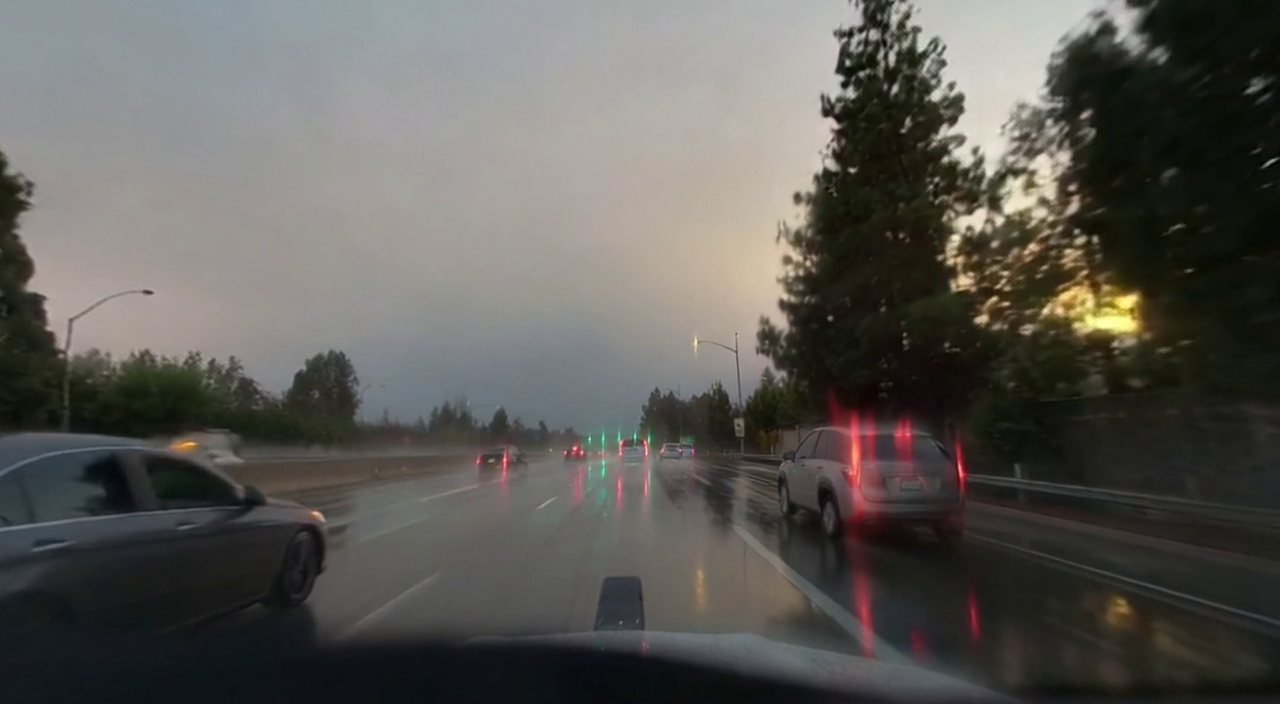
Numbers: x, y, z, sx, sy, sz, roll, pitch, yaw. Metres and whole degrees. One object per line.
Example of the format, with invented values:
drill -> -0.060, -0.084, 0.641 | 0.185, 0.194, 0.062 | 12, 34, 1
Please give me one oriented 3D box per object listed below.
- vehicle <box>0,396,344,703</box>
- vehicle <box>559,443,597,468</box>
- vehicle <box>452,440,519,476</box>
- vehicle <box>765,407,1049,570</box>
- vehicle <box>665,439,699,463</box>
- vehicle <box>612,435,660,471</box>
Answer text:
vehicle -> -3.421, 0.958, 2.530 | 2.130, 1.514, 4.766 | 0, -8, 0
vehicle -> -3.830, 6.452, 39.704 | 1.968, 1.473, 4.209 | 0, -8, 0
vehicle -> -6.958, 4.799, 28.856 | 1.980, 1.519, 4.147 | 0, -8, 0
vehicle -> 3.302, 1.780, 9.068 | 2.029, 1.716, 4.545 | 0, -8, -1
vehicle -> 3.172, 7.663, 48.931 | 2.320, 1.735, 4.408 | 0, -8, 0
vehicle -> -0.233, 5.401, 34.013 | 2.408, 1.748, 4.217 | 0, -8, -1
